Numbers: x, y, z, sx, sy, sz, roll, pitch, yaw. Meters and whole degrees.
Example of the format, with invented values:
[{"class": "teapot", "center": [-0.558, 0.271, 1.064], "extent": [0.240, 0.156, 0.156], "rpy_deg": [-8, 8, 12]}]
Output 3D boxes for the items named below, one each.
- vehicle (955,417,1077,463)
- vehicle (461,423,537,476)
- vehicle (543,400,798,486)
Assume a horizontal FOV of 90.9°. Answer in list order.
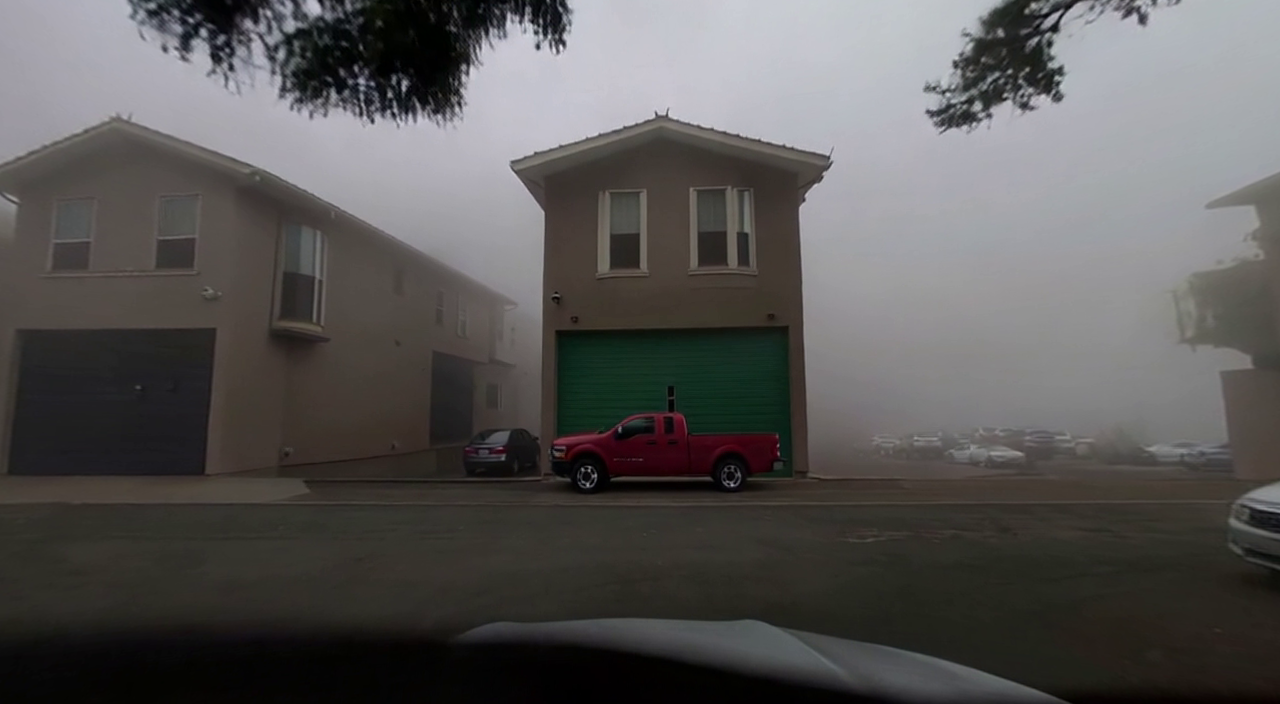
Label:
[{"class": "vehicle", "center": [15.239, 3.610, 25.704], "extent": [3.770, 1.496, 1.951], "rpy_deg": [4, -10, 1]}, {"class": "vehicle", "center": [-5.098, 3.523, 23.275], "extent": [1.869, 1.460, 3.826], "rpy_deg": [-4, -3, 0]}, {"class": "vehicle", "center": [0.661, 2.160, 15.013], "extent": [5.600, 1.835, 2.161], "rpy_deg": [0, -8, 0]}]
